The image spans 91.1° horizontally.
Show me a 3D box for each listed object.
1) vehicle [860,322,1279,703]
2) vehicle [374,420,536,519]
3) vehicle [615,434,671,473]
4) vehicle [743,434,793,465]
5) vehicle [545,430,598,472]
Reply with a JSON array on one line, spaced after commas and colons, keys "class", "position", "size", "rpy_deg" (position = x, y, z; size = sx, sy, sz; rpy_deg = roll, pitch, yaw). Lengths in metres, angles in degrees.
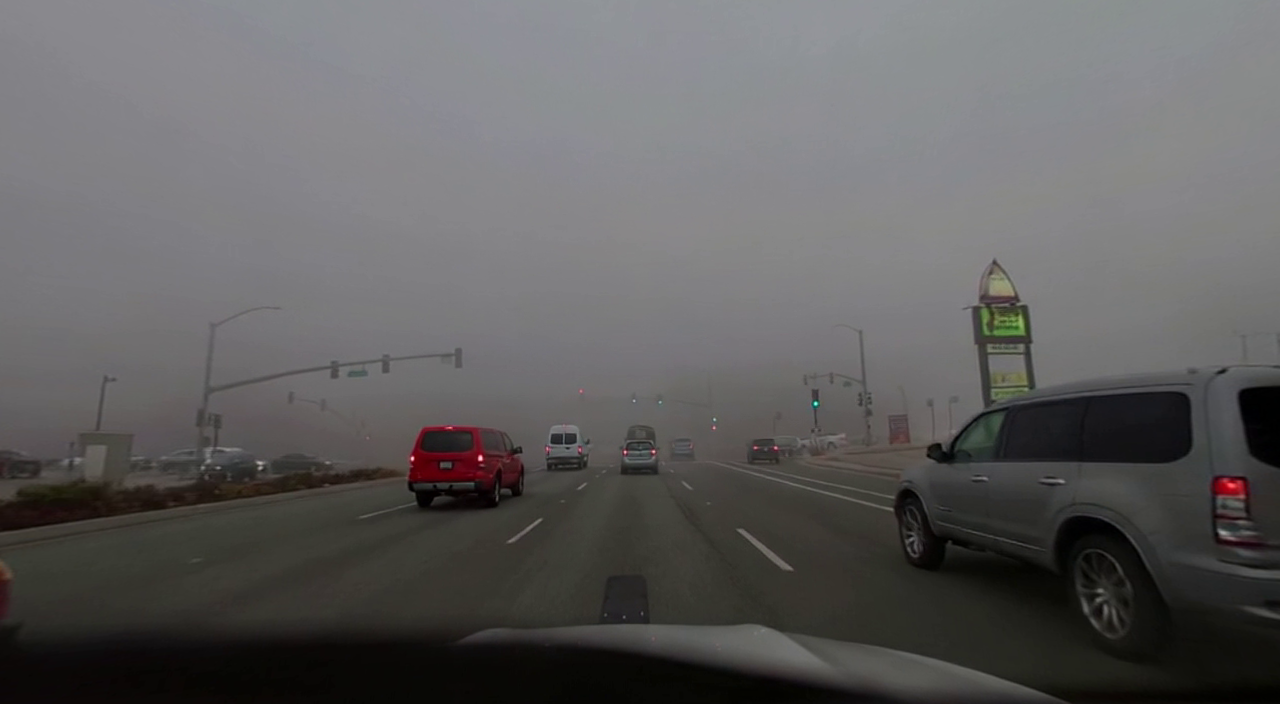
[{"class": "vehicle", "position": [3.621, 1.090, 4.854], "size": [2.055, 1.786, 4.817], "rpy_deg": [0, -8, 0]}, {"class": "vehicle", "position": [-3.744, 2.461, 13.889], "size": [2.002, 1.747, 5.173], "rpy_deg": [0, -8, 0]}, {"class": "vehicle", "position": [0.115, 4.847, 30.378], "size": [2.426, 1.703, 5.602], "rpy_deg": [0, -8, 0]}, {"class": "vehicle", "position": [7.363, 5.618, 36.484], "size": [2.119, 1.696, 4.623], "rpy_deg": [0, -8, 3]}, {"class": "vehicle", "position": [-3.358, 4.959, 31.695], "size": [2.025, 1.936, 4.995], "rpy_deg": [0, -8, 1]}]
